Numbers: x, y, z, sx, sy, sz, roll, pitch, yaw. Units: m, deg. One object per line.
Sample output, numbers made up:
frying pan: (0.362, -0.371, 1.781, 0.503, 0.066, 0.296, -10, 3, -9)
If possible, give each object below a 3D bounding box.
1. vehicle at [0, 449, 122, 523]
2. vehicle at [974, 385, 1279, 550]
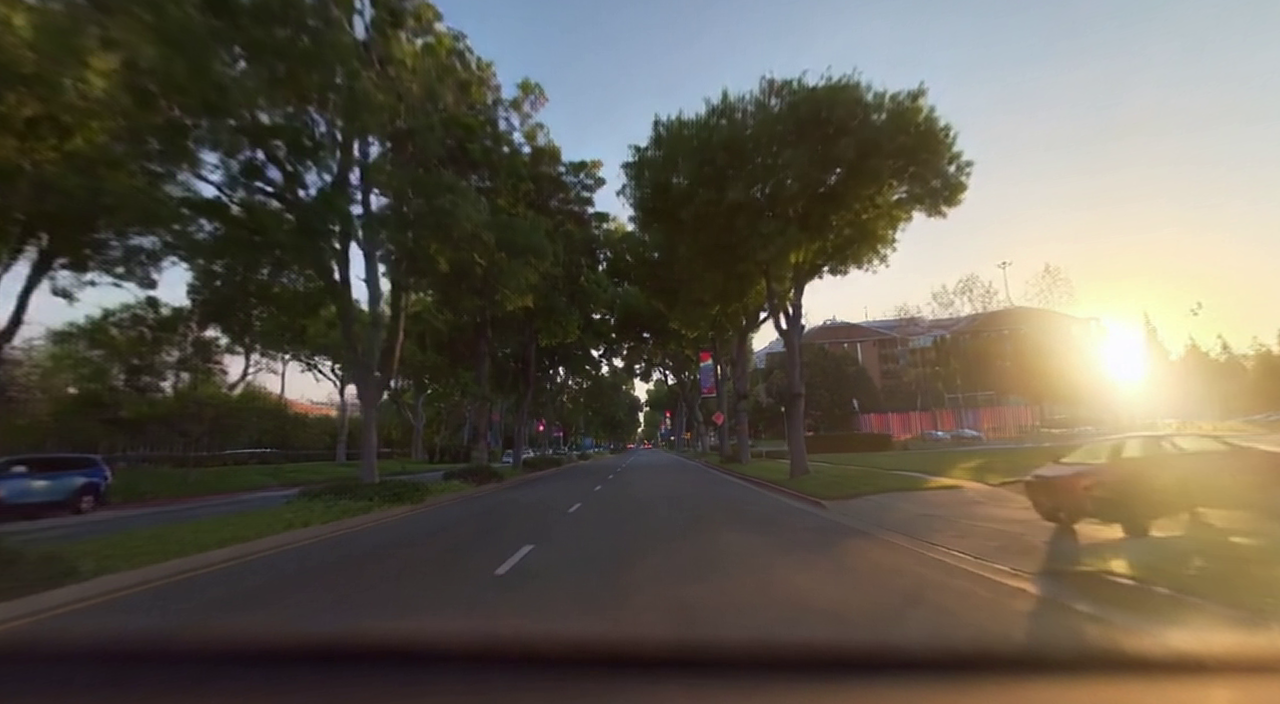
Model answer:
vehicle: (-17.293, 3.672, 17.117, 2.301, 1.821, 4.731, -4, -8, 1)
vehicle: (8.500, 1.732, 10.109, 4.716, 1.672, 2.330, -10, -8, -2)
